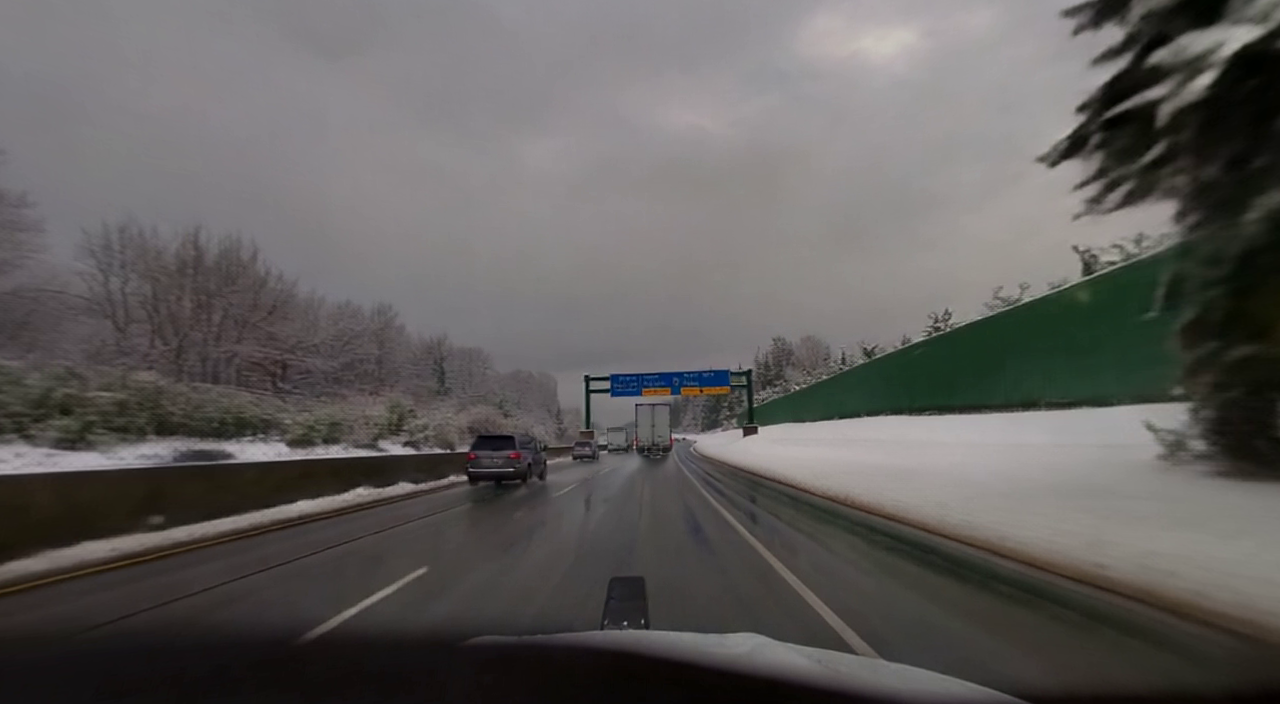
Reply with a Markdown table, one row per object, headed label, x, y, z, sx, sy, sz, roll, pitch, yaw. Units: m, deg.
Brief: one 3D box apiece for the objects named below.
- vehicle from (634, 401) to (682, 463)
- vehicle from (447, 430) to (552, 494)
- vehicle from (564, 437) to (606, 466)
| label | x | y | z | sx | sy | sz | roll | pitch | yaw |
| --- | --- | --- | --- | --- | --- | --- | --- | --- | --- |
| vehicle | 1.205 | 5.586 | 43.385 | 2.933 | 3.701 | 10.425 | 0 | -8 | 1 |
| vehicle | -3.726 | 2.989 | 17.440 | 1.927 | 1.556 | 3.921 | 0 | -8 | 1 |
| vehicle | -3.112 | 5.729 | 36.509 | 1.962 | 1.575 | 4.158 | 0 | -8 | 2 |
